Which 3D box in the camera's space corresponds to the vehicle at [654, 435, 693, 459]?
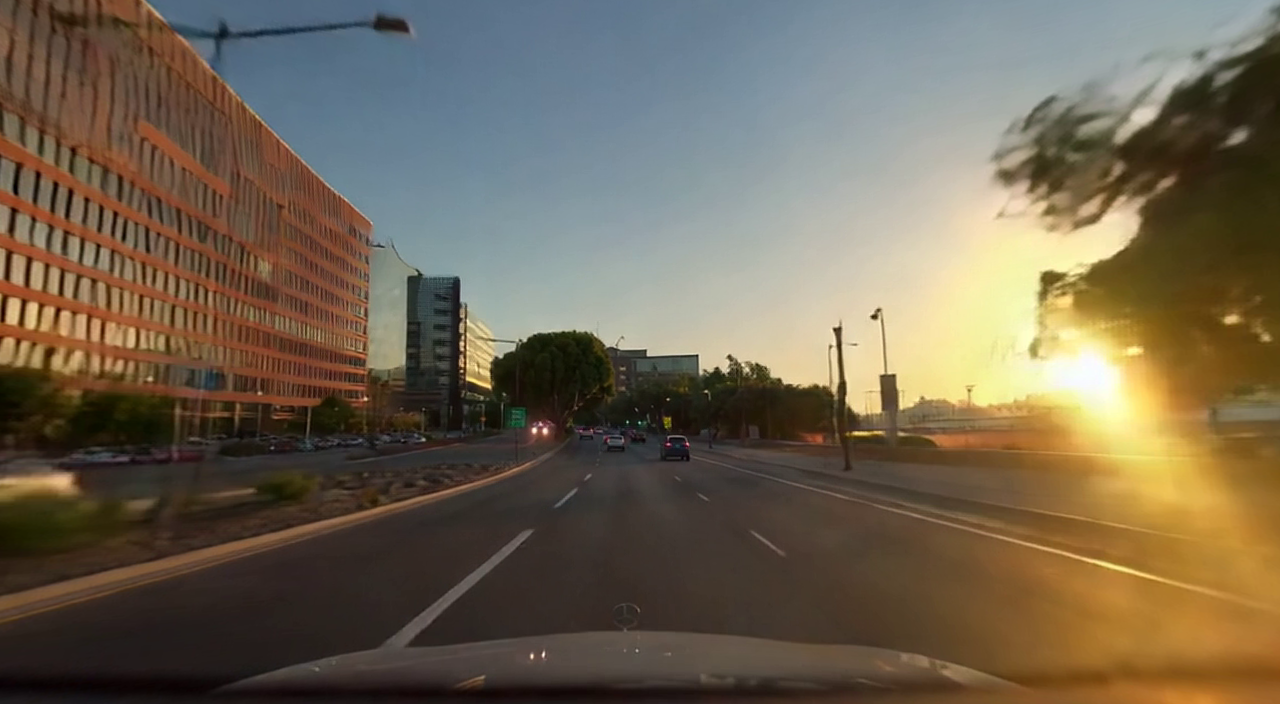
[{"bbox_3d":[2.149,6.243,41.510,2.090,1.506,4.382,0,-8,-3],"label":"vehicle"}]
